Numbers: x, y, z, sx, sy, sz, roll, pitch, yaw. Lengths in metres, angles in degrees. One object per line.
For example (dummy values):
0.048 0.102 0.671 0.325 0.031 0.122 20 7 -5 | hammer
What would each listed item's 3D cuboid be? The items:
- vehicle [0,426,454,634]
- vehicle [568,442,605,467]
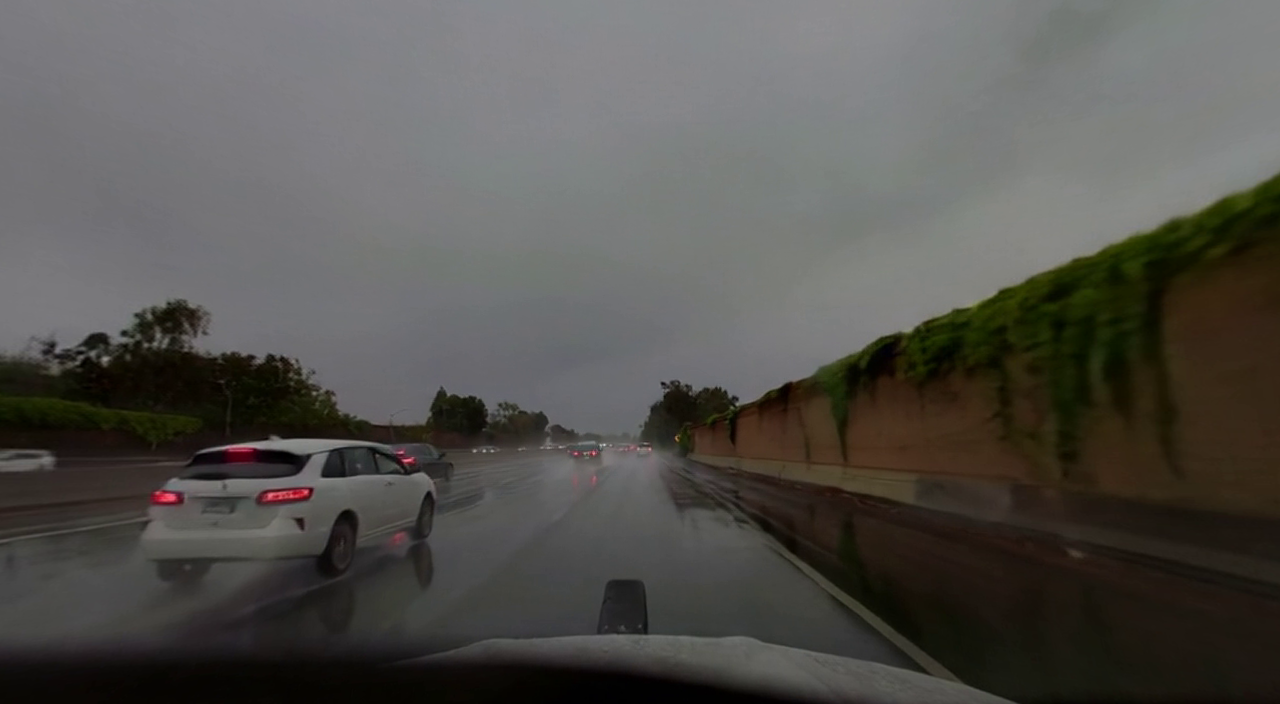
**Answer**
-3.813 1.649 7.008 1.945 1.484 4.803 0 -8 1 | vehicle
-3.621 7.006 43.122 2.036 1.636 4.511 -1 -8 1 | vehicle
